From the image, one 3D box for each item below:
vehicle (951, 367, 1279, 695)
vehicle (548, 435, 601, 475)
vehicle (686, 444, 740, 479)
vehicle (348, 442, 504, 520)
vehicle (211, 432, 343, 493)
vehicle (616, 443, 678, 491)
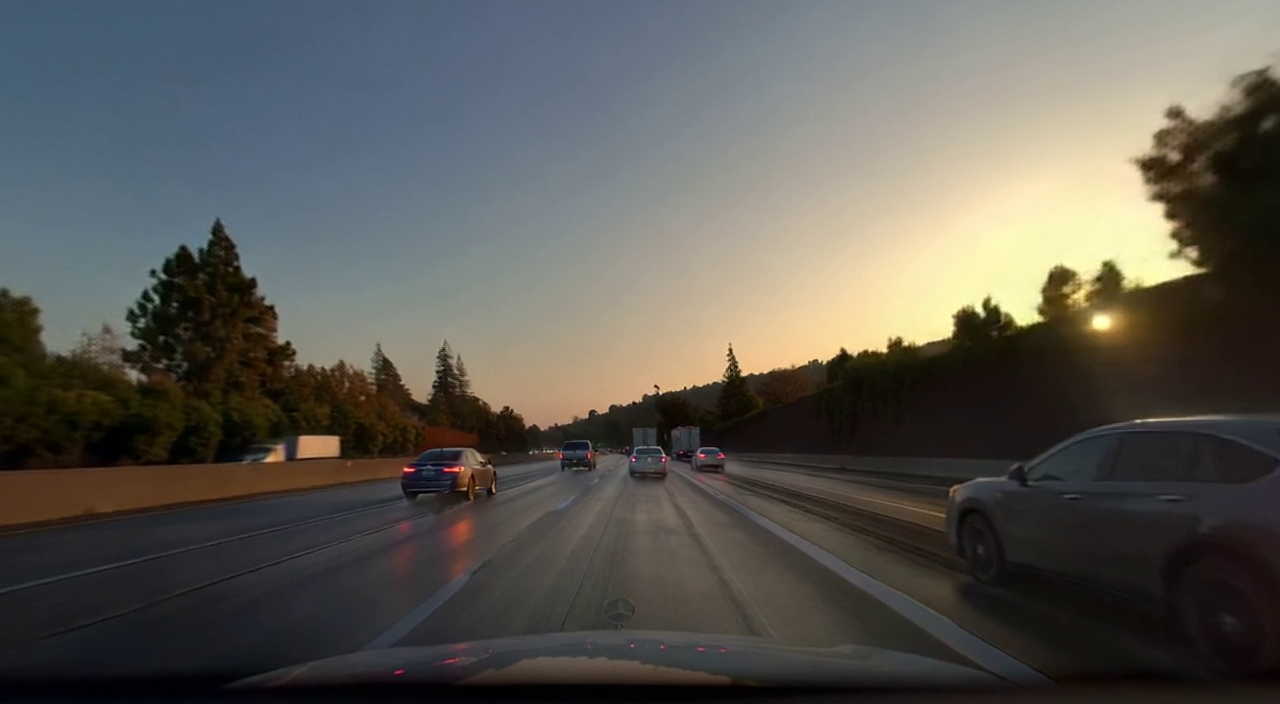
[{"bbox_3d":[4.221,1.065,4.220,2.018,1.639,4.149,0,-9,-1],"label":"vehicle"},{"bbox_3d":[-3.413,5.493,33.463,2.230,1.973,4.403,-1,-9,2],"label":"vehicle"},{"bbox_3d":[3.379,5.165,29.849,1.959,1.503,4.064,0,-9,-2],"label":"vehicle"},{"bbox_3d":[-4.589,2.823,14.280,1.967,1.473,4.439,0,-9,0],"label":"vehicle"},{"bbox_3d":[-16.364,5.001,28.775,2.408,2.483,5.904,0,-9,1],"label":"vehicle"},{"bbox_3d":[0.217,4.035,22.352,2.015,1.526,4.286,0,-9,0],"label":"vehicle"}]
